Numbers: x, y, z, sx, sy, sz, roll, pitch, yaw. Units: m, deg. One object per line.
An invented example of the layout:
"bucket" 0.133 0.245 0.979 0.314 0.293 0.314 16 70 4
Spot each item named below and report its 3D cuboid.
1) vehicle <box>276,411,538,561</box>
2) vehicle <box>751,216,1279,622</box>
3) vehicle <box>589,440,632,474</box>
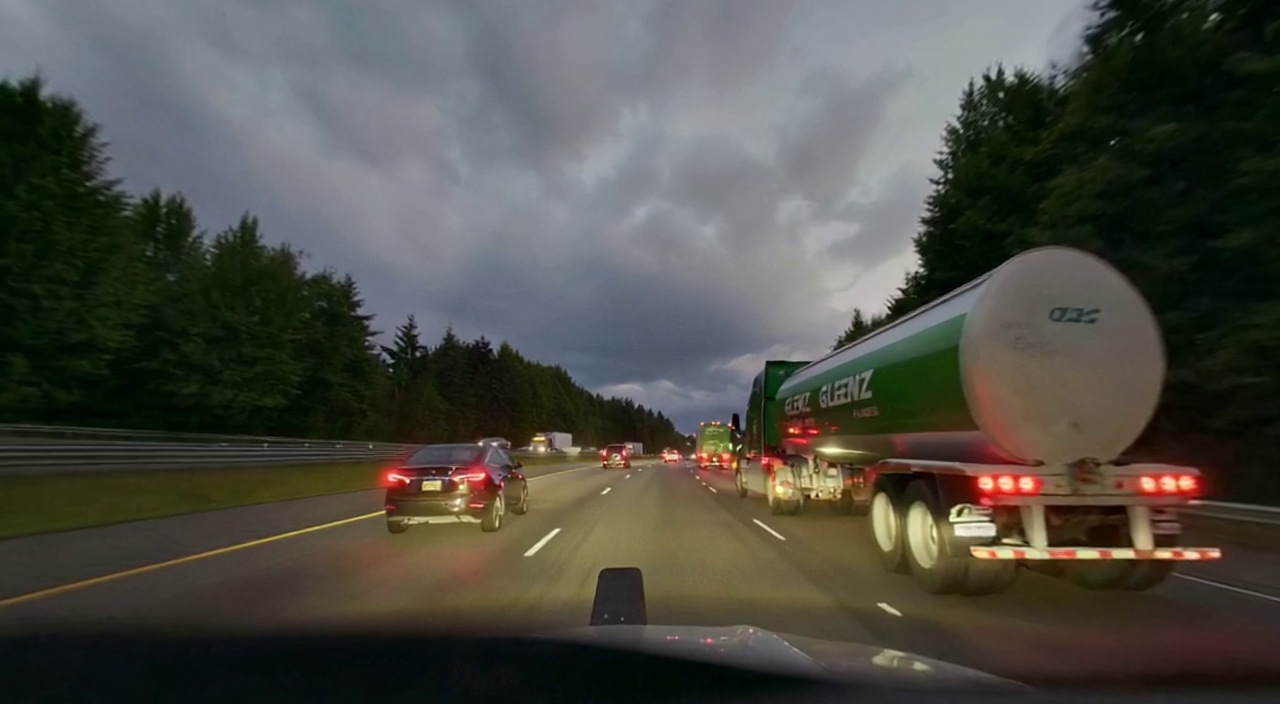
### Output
"vehicle" -3.074 1.903 9.585 2.205 1.728 4.397 0 -9 1
"vehicle" 4.387 1.389 11.182 2.732 3.585 11.338 0 -9 0
"vehicle" -1.796 6.732 40.585 2.201 2.038 5.065 -1 -9 4
